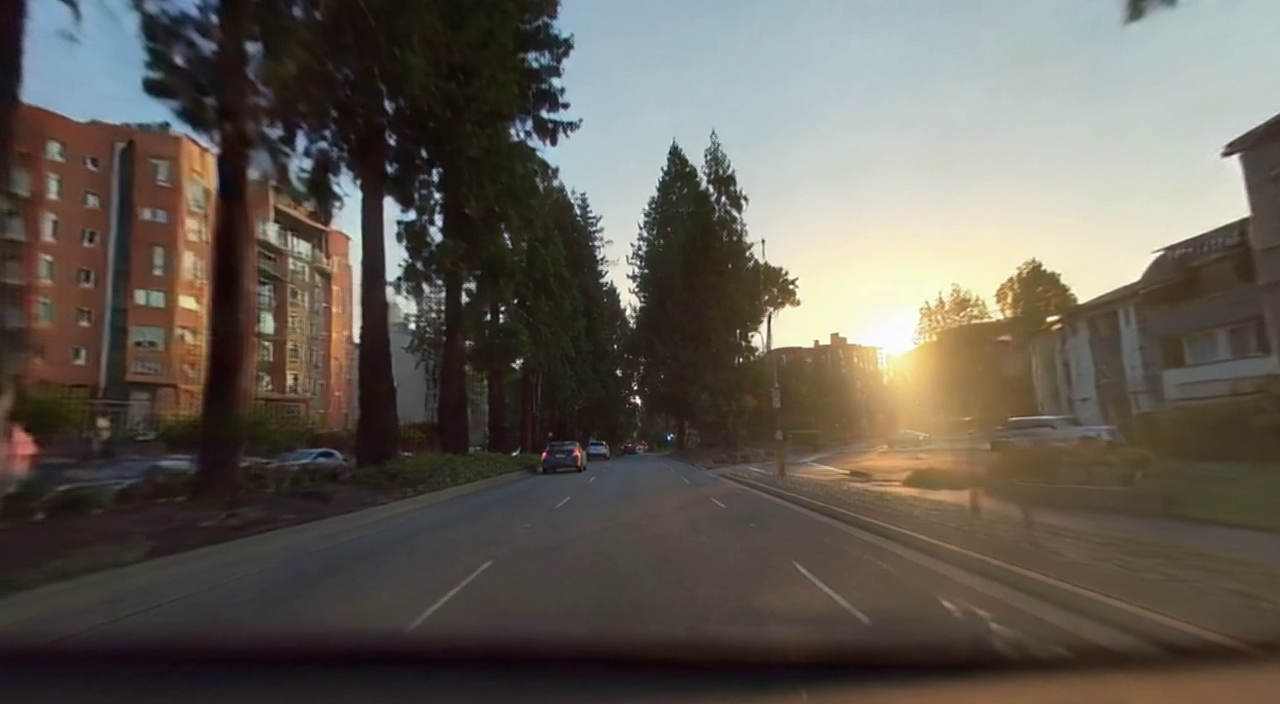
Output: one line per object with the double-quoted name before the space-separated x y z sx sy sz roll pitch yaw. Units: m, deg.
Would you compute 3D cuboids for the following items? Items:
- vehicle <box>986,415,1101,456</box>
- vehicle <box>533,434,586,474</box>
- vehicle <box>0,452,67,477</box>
"vehicle" 17.671 3.721 28.010 1.995 1.554 4.943 -3 -8 3
"vehicle" -3.761 4.859 30.203 1.959 1.741 4.141 0 -8 1
"vehicle" -48.735 8.861 49.987 4.659 1.880 2.097 0 -9 0
